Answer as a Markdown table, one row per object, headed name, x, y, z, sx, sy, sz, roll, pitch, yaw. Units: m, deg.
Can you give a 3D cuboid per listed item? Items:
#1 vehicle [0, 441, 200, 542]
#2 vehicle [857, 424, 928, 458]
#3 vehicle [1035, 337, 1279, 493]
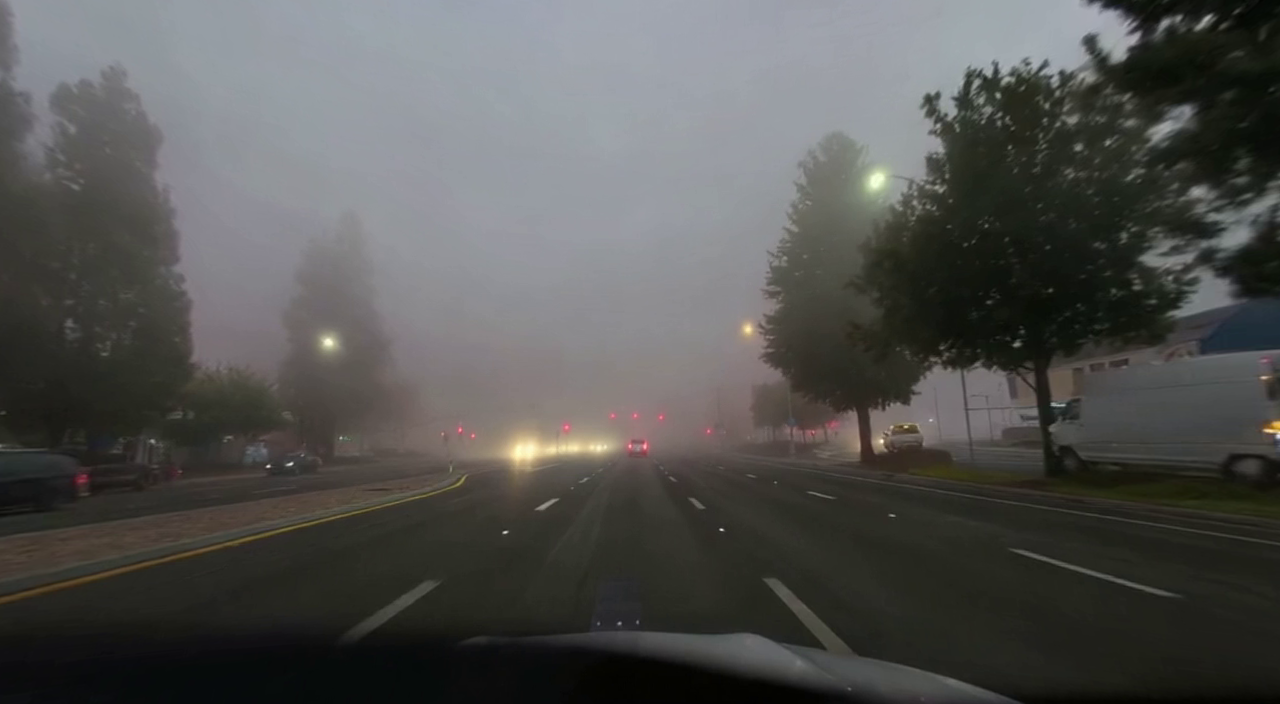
| name | x | y | z | sx | sy | sz | roll | pitch | yaw |
| --- | --- | --- | --- | --- | --- | --- | --- | --- | --- |
| vehicle | -10.454 | 2.356 | 11.339 | 1.955 | 1.474 | 4.429 | 0 | -8 | -1 |
| vehicle | 14.312 | 5.109 | 36.226 | 2.249 | 1.793 | 5.763 | -1 | -8 | 6 |
| vehicle | 15.467 | 1.876 | 17.162 | 3.129 | 3.430 | 8.253 | 0 | -9 | -8 |
